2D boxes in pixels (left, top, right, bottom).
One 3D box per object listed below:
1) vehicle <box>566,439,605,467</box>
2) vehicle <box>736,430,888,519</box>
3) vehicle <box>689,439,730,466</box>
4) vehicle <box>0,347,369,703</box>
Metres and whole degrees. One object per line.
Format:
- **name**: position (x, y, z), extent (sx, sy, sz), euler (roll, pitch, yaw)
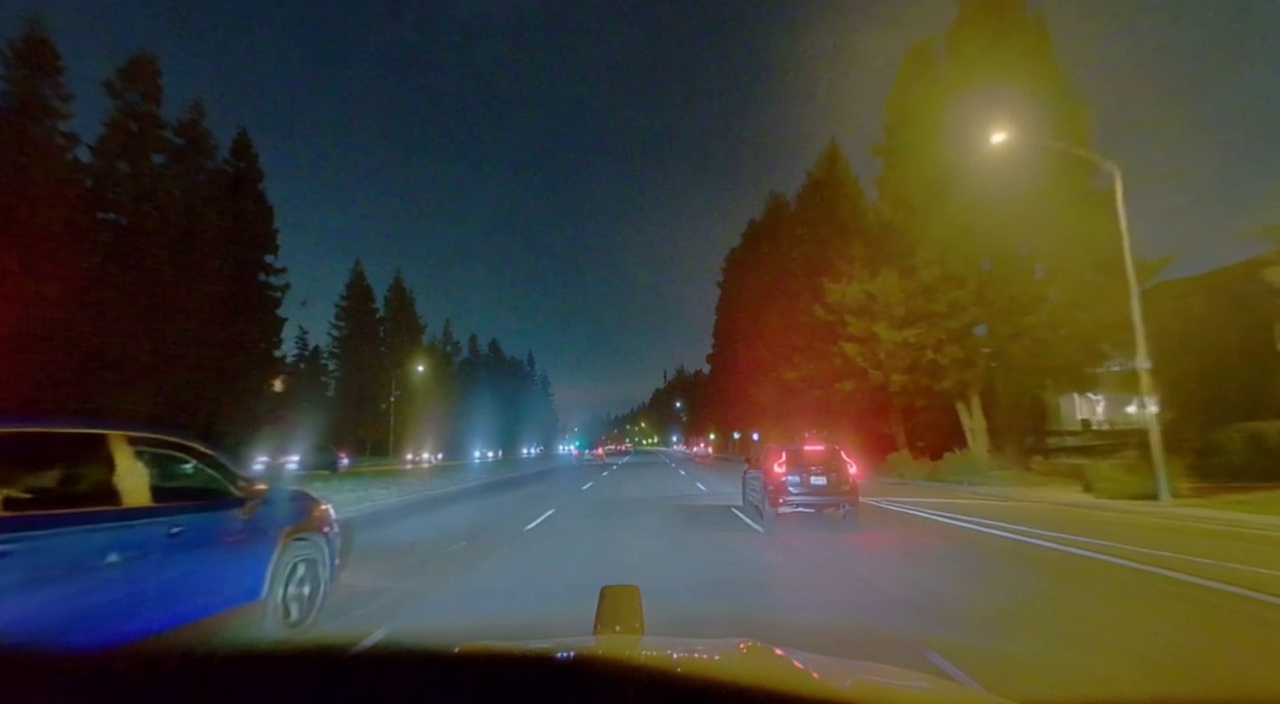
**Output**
- **vehicle**: position (-3.237, 6.101, 38.364), extent (1.988, 1.569, 4.202), euler (0, -8, 0)
- **vehicle**: position (3.593, 2.639, 14.174), extent (2.132, 1.659, 4.387), euler (0, -8, -1)
- **vehicle**: position (4.599, 6.725, 42.465), extent (2.169, 1.669, 4.037), euler (0, -8, -1)
- **vehicle**: position (-3.468, 0.968, 3.312), extent (2.045, 1.688, 4.632), euler (0, -8, 0)
